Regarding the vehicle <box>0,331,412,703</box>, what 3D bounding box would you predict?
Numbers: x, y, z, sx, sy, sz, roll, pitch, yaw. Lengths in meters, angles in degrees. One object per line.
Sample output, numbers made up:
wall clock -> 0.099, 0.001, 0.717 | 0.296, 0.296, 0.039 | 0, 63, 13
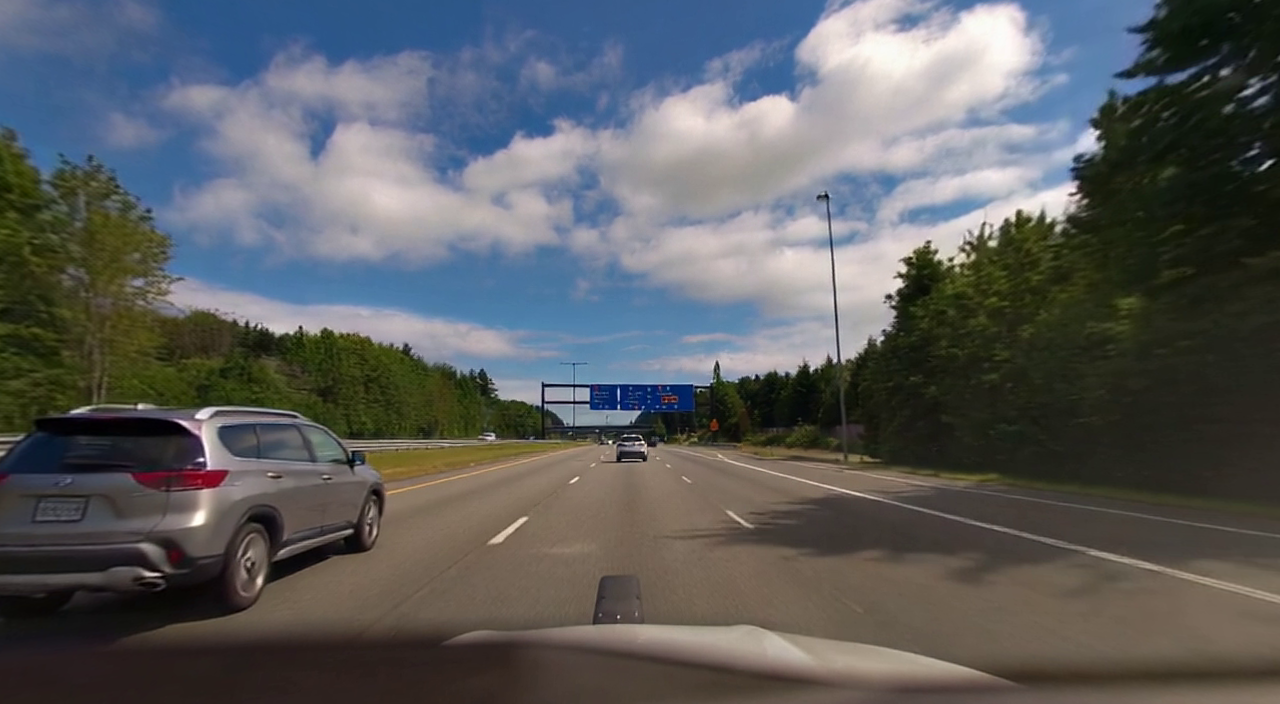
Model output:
vehicle -> -3.532, 1.051, 4.515 | 2.111, 1.689, 4.505 | 0, -8, 0

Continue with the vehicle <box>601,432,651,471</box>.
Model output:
vehicle -> -0.600, 4.269, 27.246 | 2.010, 1.534, 4.013 | 0, -8, -1
